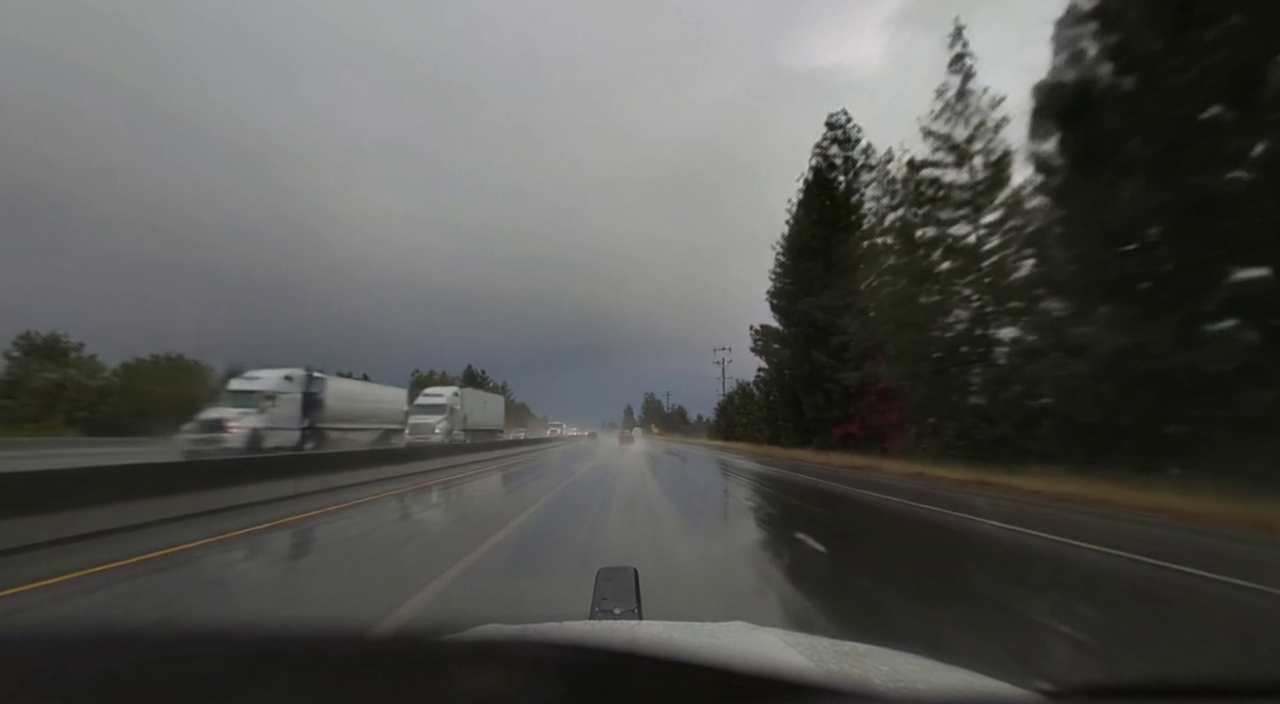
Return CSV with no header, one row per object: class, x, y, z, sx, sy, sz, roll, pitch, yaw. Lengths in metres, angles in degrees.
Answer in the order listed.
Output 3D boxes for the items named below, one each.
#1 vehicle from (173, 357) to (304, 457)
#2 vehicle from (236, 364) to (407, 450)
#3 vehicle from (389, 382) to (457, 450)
vehicle,-16.940,2.406,26.908,3.035,3.958,3.564,0,-8,-1
vehicle,-17.114,3.408,35.731,2.755,3.934,13.872,0,-8,-1
vehicle,-12.974,3.893,37.907,2.997,3.954,2.796,0,-8,-1
